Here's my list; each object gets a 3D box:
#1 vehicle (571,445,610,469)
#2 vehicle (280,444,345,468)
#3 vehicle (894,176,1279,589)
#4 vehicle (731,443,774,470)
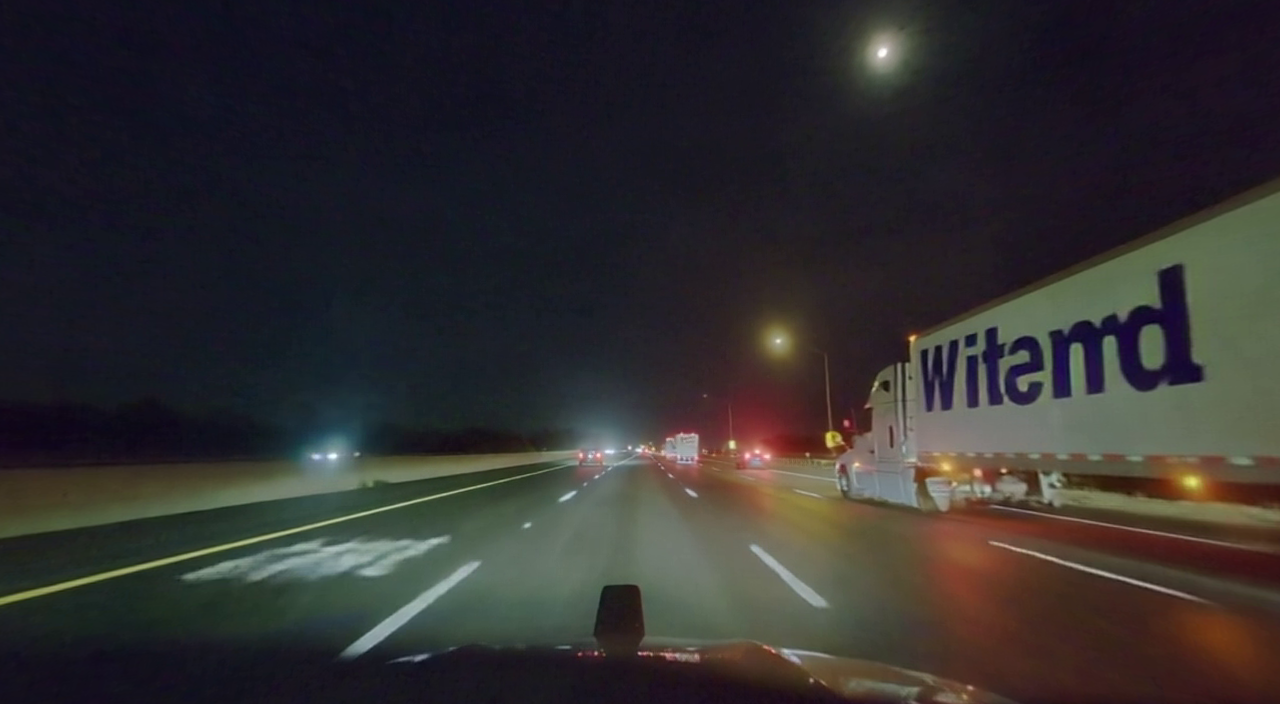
[{"bbox_3d":[-3.366,7.239,43.494,2.164,1.507,4.748,0,-9,2],"label":"vehicle"},{"bbox_3d":[-24.885,7.916,48.059,2.104,1.686,4.874,0,-9,3],"label":"vehicle"},{"bbox_3d":[7.951,0.592,8.202,2.912,4.143,15.538,0,-9,0],"label":"vehicle"},{"bbox_3d":[7.521,7.038,42.573,2.188,1.727,4.381,0,-9,1],"label":"vehicle"}]
